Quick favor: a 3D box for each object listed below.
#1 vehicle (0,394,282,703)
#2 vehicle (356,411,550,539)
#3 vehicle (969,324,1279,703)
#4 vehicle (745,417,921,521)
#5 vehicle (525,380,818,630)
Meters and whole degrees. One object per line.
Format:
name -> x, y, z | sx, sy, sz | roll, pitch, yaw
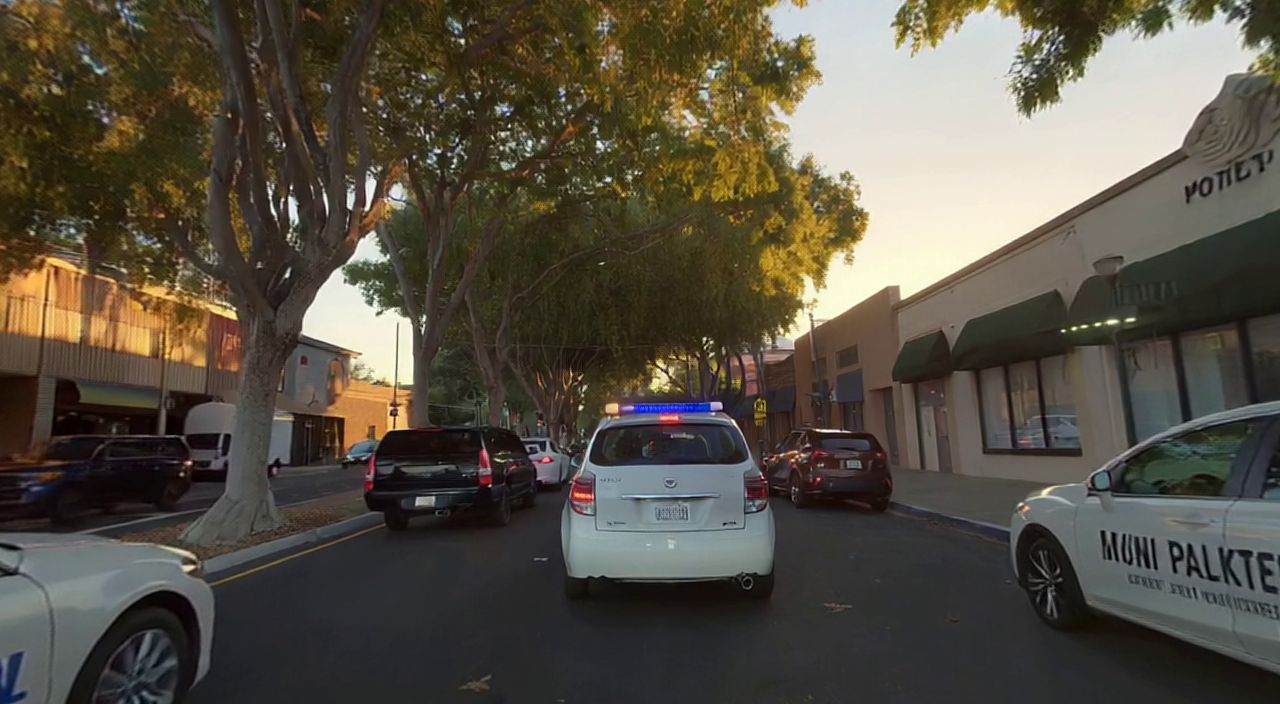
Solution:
vehicle -> -2.952, 0.783, 1.340 | 1.908, 1.474, 4.257 | 0, -8, -1
vehicle -> -2.986, 2.093, 11.296 | 2.135, 1.806, 4.514 | 0, -8, -1
vehicle -> 4.023, 0.908, 3.242 | 1.987, 1.877, 5.330 | 3, -8, 2
vehicle -> 4.034, 2.590, 14.531 | 2.038, 1.865, 5.786 | 1, -8, -2
vehicle -> 0.215, 1.386, 6.578 | 2.075, 1.770, 4.018 | 0, -8, 0
